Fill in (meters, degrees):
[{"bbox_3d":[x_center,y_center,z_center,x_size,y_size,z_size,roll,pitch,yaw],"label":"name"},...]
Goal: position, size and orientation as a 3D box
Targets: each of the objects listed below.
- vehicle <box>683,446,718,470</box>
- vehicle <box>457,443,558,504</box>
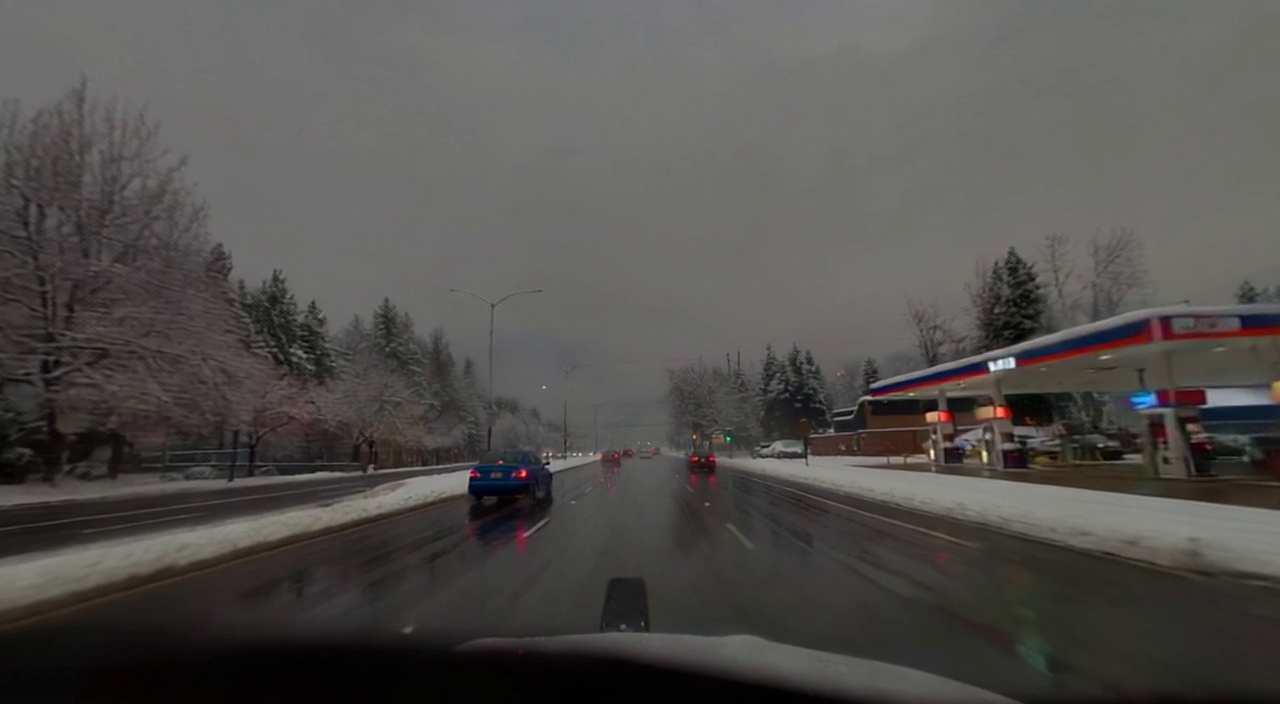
[{"bbox_3d":[3.913,6.897,41.225,1.883,1.465,3.975,0,-8,-1],"label":"vehicle"},{"bbox_3d":[-3.508,3.301,17.603,1.803,1.463,4.422,0,-8,1],"label":"vehicle"}]
